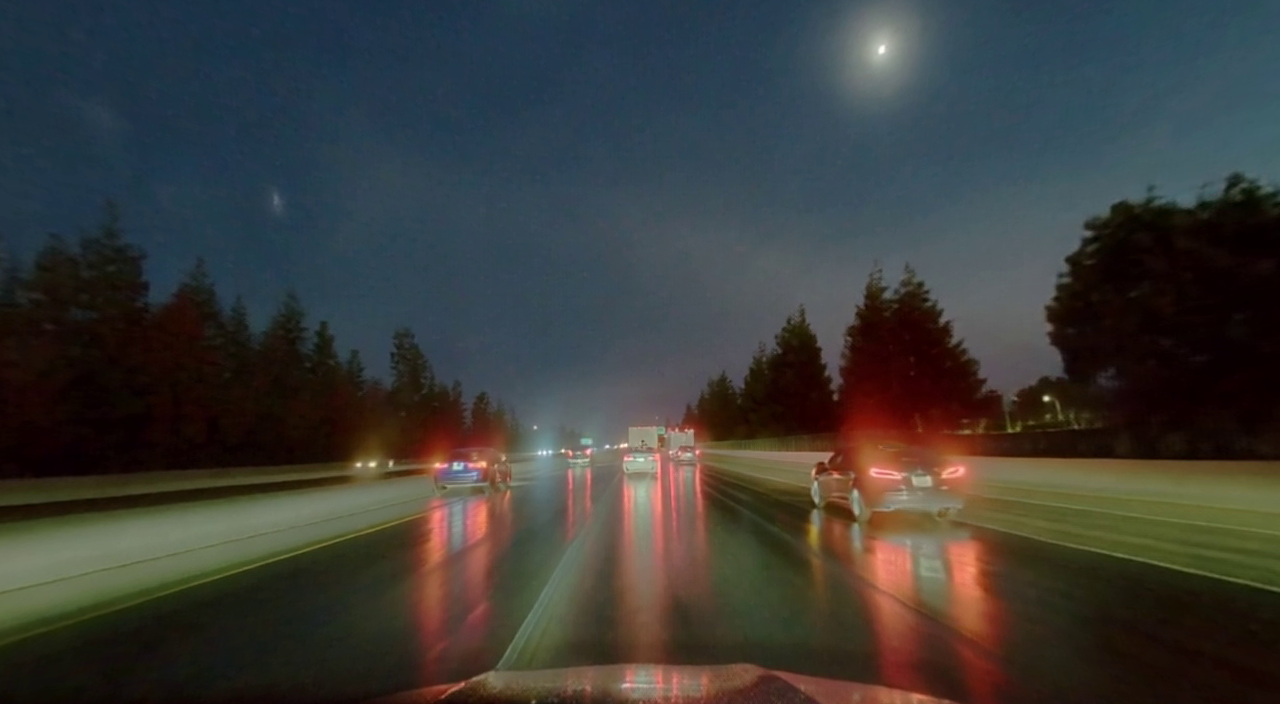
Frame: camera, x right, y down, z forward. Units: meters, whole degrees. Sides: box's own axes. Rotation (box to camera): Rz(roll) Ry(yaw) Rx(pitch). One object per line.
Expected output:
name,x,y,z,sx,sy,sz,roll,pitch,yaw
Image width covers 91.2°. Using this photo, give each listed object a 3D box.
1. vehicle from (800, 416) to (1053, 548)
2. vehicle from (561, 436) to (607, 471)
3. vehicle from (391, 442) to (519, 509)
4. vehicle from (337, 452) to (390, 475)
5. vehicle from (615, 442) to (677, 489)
vehicle,4.188,1.974,10.095,2.018,1.639,4.149,0,-9,-1
vehicle,-3.320,6.156,38.025,2.230,1.973,4.403,-1,-9,2
vehicle,-4.591,3.127,16.343,1.967,1.473,4.439,0,-9,0
vehicle,-20.291,8.157,46.223,1.901,1.582,4.159,-1,-9,2
vehicle,0.196,4.098,22.870,2.015,1.526,4.286,0,-9,0
